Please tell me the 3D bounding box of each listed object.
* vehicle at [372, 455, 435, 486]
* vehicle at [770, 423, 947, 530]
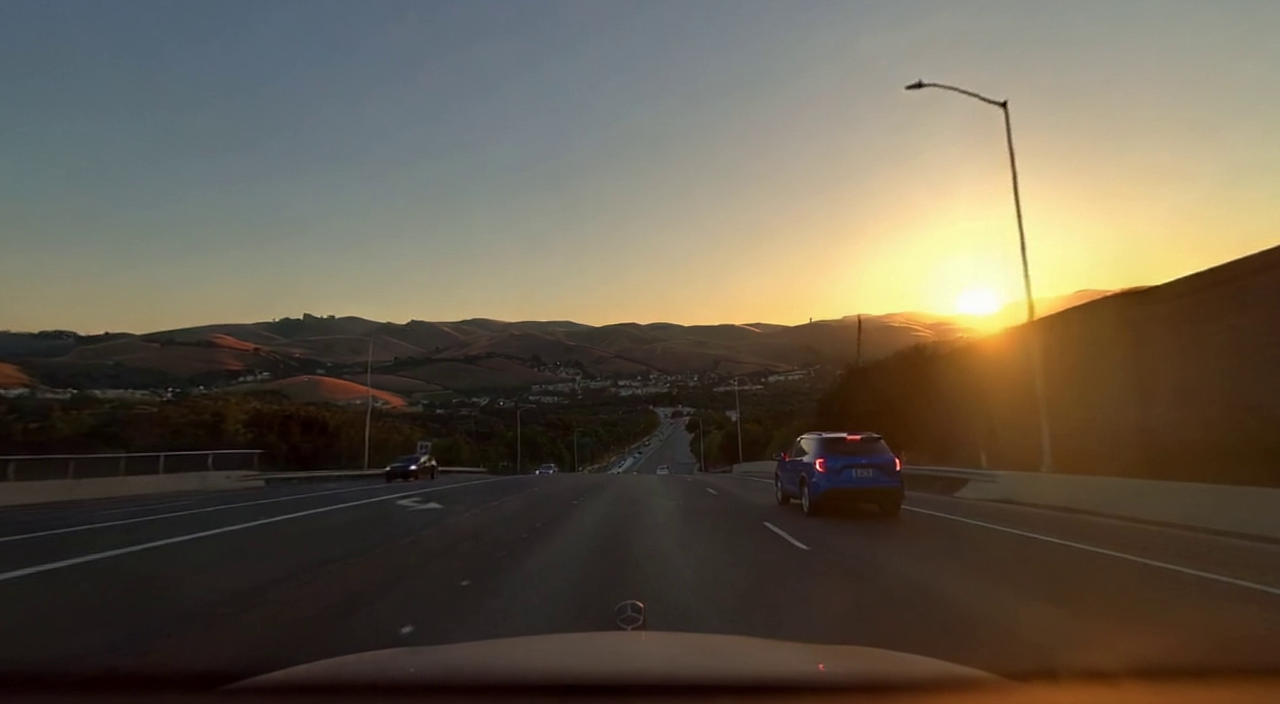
[{"bbox_3d":[-13.749,6.890,36.984,1.918,1.642,4.391,0,-9,1],"label":"vehicle"},{"bbox_3d":[4.030,2.367,12.553,1.989,1.730,4.324,0,-9,1],"label":"vehicle"}]
